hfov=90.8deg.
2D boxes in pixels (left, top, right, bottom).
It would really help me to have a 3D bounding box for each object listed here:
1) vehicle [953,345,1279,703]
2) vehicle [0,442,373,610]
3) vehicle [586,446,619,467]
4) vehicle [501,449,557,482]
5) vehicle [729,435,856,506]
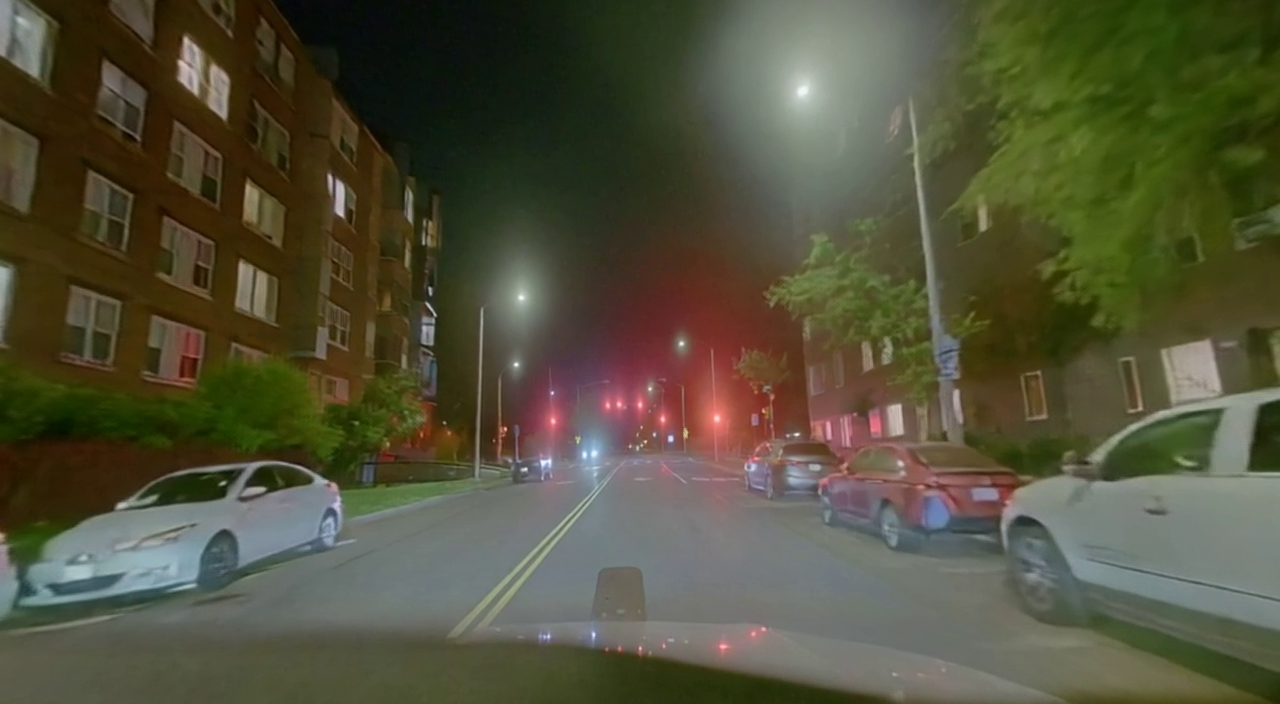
[{"bbox_3d":[3.948,0.992,3.226,2.093,1.857,5.414,1,-8,2],"label":"vehicle"},{"bbox_3d":[-5.942,2.201,9.082,2.142,1.775,4.428,0,-8,2],"label":"vehicle"},{"bbox_3d":[-2.679,7.553,45.735,2.029,1.438,4.313,0,-8,1],"label":"vehicle"},{"bbox_3d":[-5.755,5.912,33.244,1.947,1.473,4.397,-4,-8,1],"label":"vehicle"},{"bbox_3d":[4.015,3.196,17.604,2.082,1.662,4.753,0,-8,-4],"label":"vehicle"}]
